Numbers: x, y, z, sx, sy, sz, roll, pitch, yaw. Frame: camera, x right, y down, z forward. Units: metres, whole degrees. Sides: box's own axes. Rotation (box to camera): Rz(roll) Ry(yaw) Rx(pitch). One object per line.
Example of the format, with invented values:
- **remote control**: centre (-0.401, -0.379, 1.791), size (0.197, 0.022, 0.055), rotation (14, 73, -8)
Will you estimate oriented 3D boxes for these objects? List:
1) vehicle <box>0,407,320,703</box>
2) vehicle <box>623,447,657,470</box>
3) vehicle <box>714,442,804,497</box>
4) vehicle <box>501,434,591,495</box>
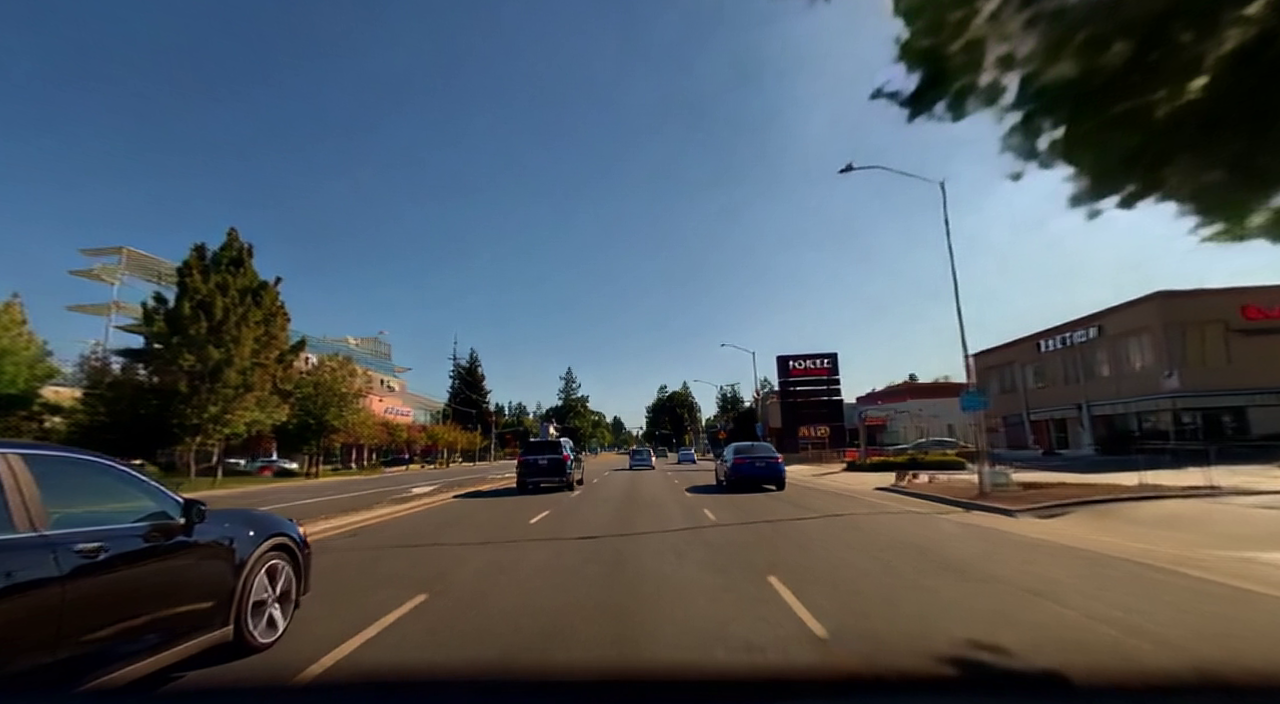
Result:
- **vehicle**: centre (-3.149, 0.876, 1.804), size (1.956, 1.460, 4.802), rotation (0, -9, 0)
- **vehicle**: centre (0.001, 6.923, 41.172), size (2.069, 1.445, 3.965), rotation (0, -9, 0)
- **vehicle**: centre (3.531, 3.582, 19.591), size (1.904, 1.490, 4.299), rotation (0, -9, -1)
- **vehicle**: centre (-2.959, 3.660, 20.898), size (2.193, 1.788, 4.603), rotation (0, -9, 1)
